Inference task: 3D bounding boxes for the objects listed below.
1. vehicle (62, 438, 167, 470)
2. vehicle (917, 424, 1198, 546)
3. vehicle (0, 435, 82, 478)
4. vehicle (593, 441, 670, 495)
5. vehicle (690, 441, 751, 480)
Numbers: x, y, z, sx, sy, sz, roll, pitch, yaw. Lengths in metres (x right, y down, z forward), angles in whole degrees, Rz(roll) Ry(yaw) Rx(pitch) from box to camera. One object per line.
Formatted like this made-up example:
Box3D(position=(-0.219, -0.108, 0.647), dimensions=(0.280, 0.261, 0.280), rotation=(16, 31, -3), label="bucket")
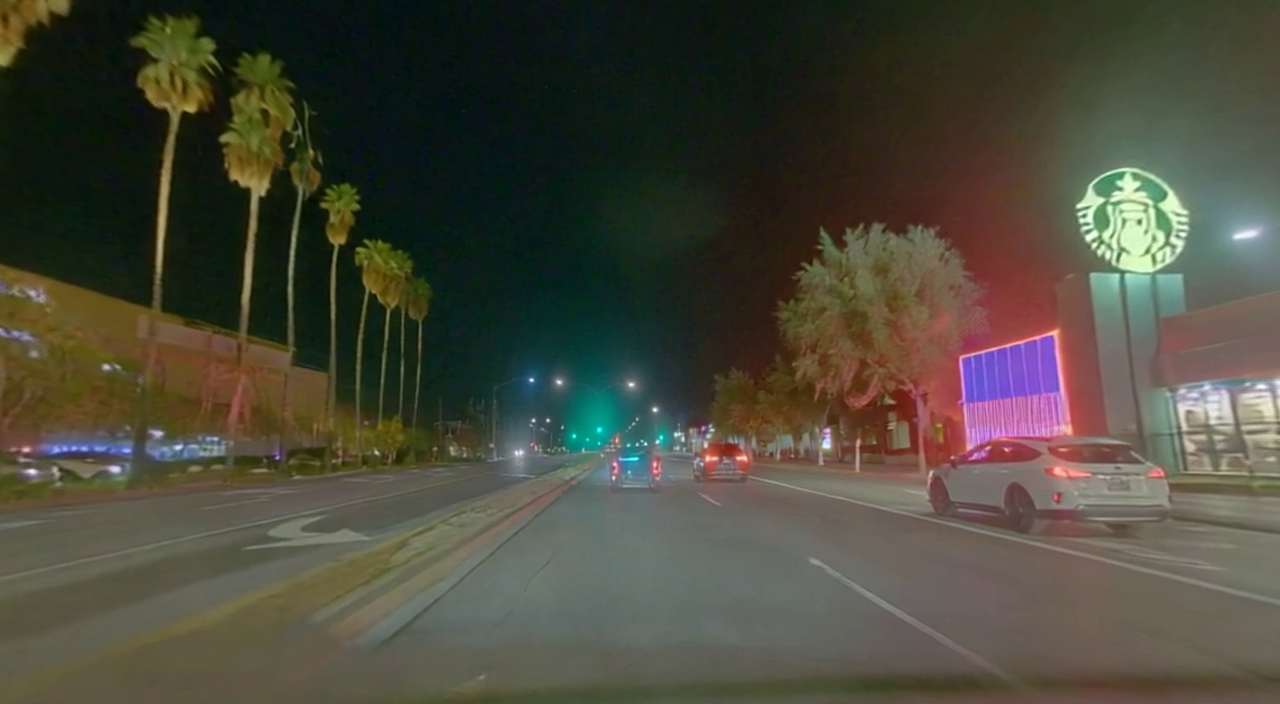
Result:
Box3D(position=(-32.029, 6.201, 38.582), dimensions=(4.660, 1.876, 2.016), rotation=(-1, -8, 3), label="vehicle")
Box3D(position=(6.707, 2.138, 10.861), dimensions=(1.940, 1.674, 4.085), rotation=(0, -8, -1), label="vehicle")
Box3D(position=(-31.281, 5.172, 31.234), dimensions=(5.230, 1.986, 2.250), rotation=(0, -10, 3), label="vehicle")
Box3D(position=(-0.266, 3.493, 19.469), dimensions=(2.110, 1.487, 3.873), rotation=(0, -8, -1), label="vehicle")
Box3D(position=(3.378, 4.648, 27.376), dimensions=(1.892, 1.532, 4.177), rotation=(0, -8, -3), label="vehicle")
